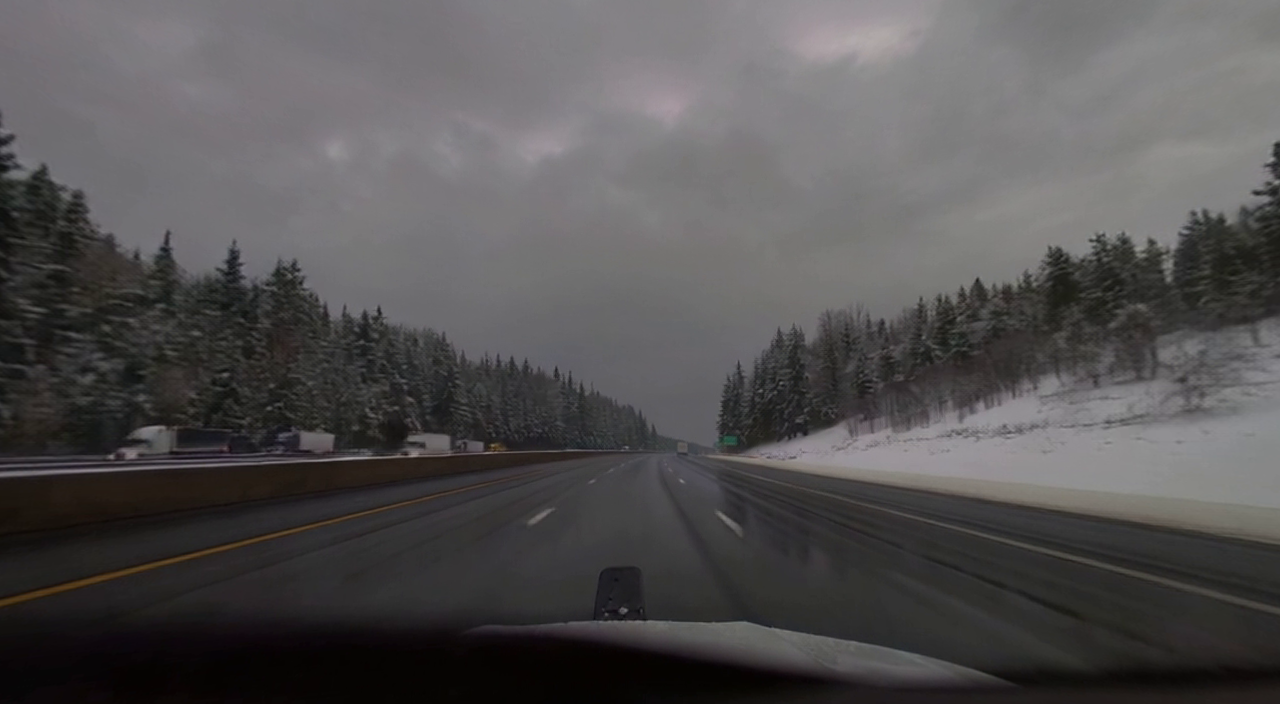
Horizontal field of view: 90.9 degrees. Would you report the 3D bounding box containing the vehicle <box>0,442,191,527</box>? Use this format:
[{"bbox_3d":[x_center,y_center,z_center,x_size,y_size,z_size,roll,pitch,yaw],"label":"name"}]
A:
[{"bbox_3d":[-11.910,2.658,13.154,1.865,1.461,4.310,0,-9,0],"label":"vehicle"}]

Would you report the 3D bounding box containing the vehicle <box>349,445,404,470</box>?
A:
[{"bbox_3d":[-19.055,7.645,45.740,2.017,1.682,4.394,0,-9,1],"label":"vehicle"}]

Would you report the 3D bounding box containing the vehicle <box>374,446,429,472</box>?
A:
[{"bbox_3d":[-15.230,6.858,40.512,1.824,1.545,4.057,-1,-9,2],"label":"vehicle"}]
